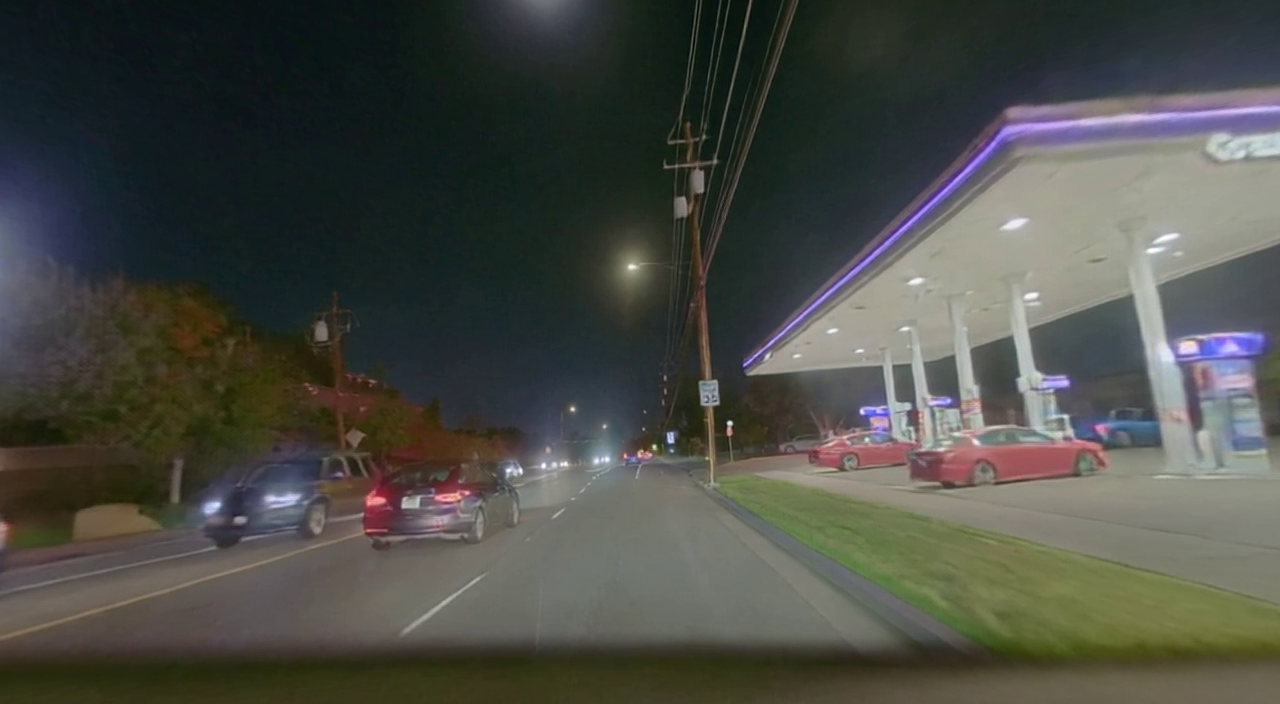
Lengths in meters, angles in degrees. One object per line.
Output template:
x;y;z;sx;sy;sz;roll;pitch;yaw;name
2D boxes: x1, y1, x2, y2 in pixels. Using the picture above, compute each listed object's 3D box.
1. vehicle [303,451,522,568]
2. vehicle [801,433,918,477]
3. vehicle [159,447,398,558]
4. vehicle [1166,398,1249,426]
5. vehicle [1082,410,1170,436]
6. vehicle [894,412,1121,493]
-3.359;2.384;10.408;1.943;1.455;4.414;0;-8;0;vehicle
7.970;3.700;22.897;4.000;1.440;1.746;5;-10;-30;vehicle
-6.778;2.799;12.697;1.877;1.742;4.919;0;-8;0;vehicle
42.034;4.504;46.944;1.910;1.756;4.428;-2;-9;0;vehicle
31.237;4.599;40.702;1.760;1.510;4.095;7;-11;-41;vehicle
8.194;2.210;14.071;4.713;1.518;2.035;4;-10;-27;vehicle
